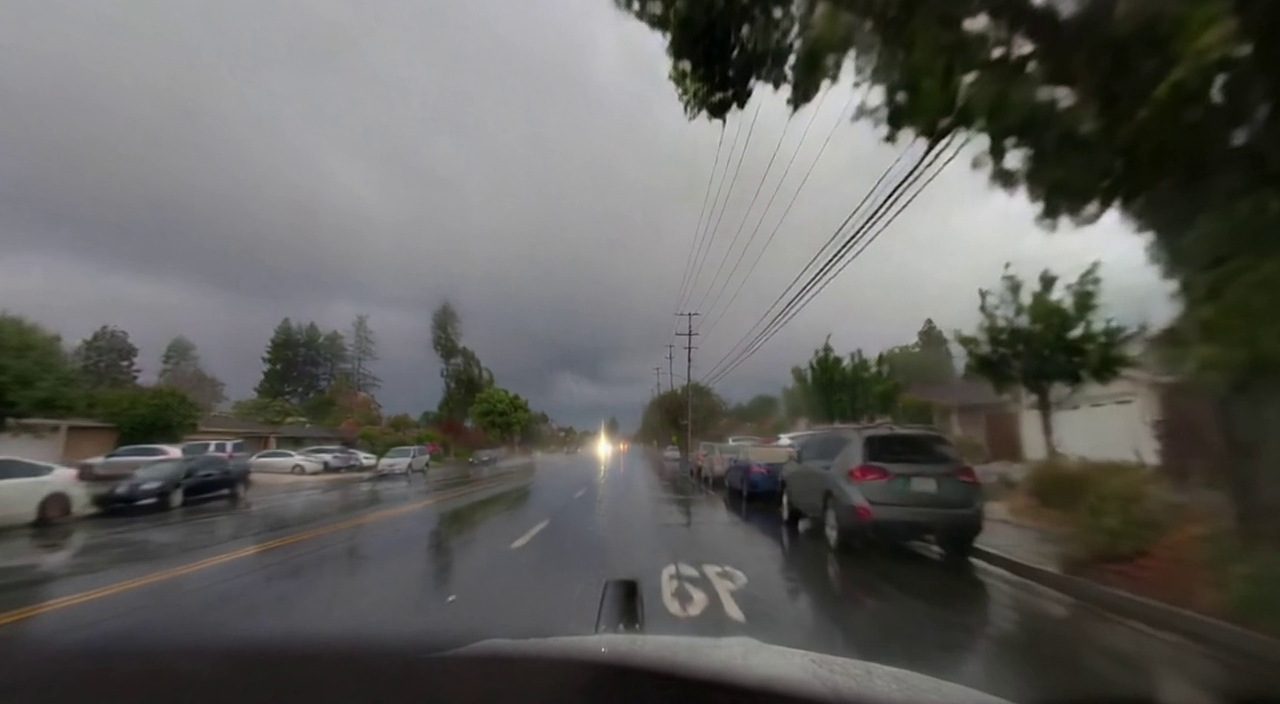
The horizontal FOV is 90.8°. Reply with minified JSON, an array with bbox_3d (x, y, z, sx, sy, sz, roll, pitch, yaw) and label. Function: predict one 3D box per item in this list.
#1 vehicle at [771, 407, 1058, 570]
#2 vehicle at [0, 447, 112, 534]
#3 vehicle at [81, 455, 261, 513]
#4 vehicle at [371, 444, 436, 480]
[{"bbox_3d":[3.445,1.829,9.156,2.045,1.746,4.564,0,-9,0],"label":"vehicle"},{"bbox_3d":[-13.932,2.831,12.890,1.913,1.745,4.992,0,-9,1],"label":"vehicle"},{"bbox_3d":[-13.885,3.898,19.157,1.887,1.490,4.656,0,-9,0],"label":"vehicle"},{"bbox_3d":[-13.727,6.349,36.982,2.137,1.852,4.541,-2,-8,0],"label":"vehicle"}]
